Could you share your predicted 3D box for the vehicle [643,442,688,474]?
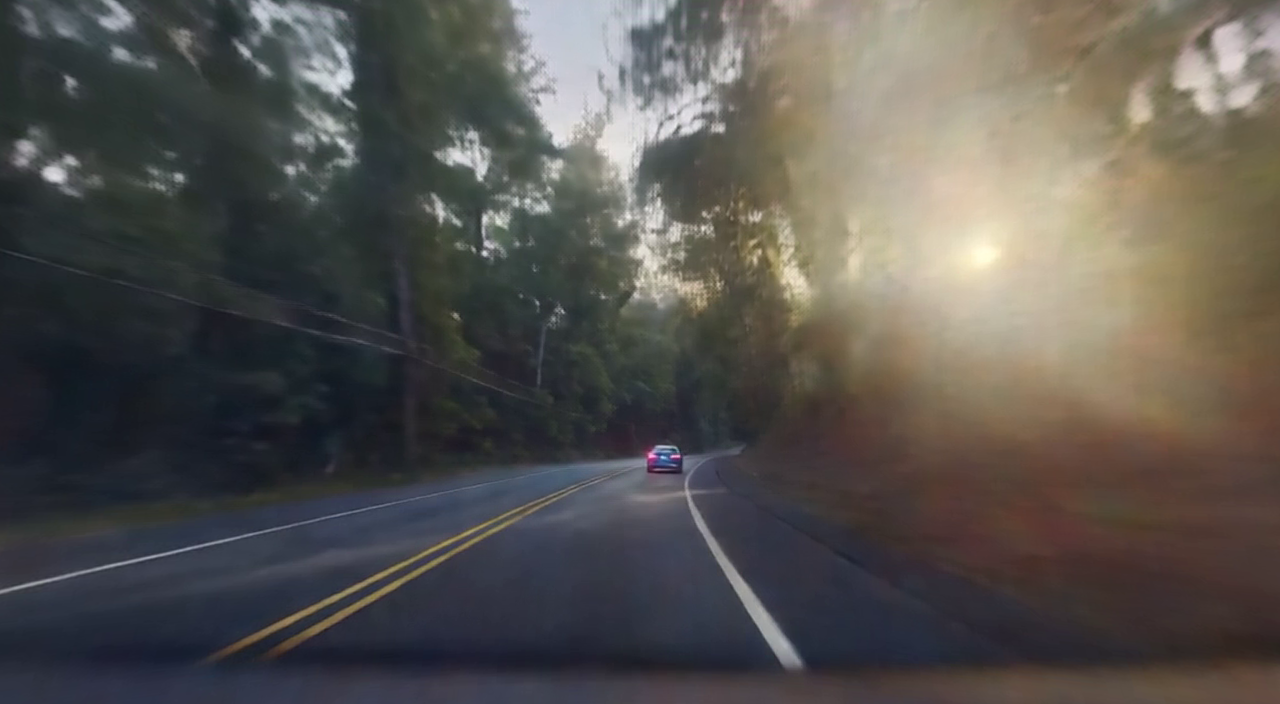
[{"bbox_3d":[1.374,5.470,32.881,2.059,1.524,3.963,-1,-9,6],"label":"vehicle"}]
